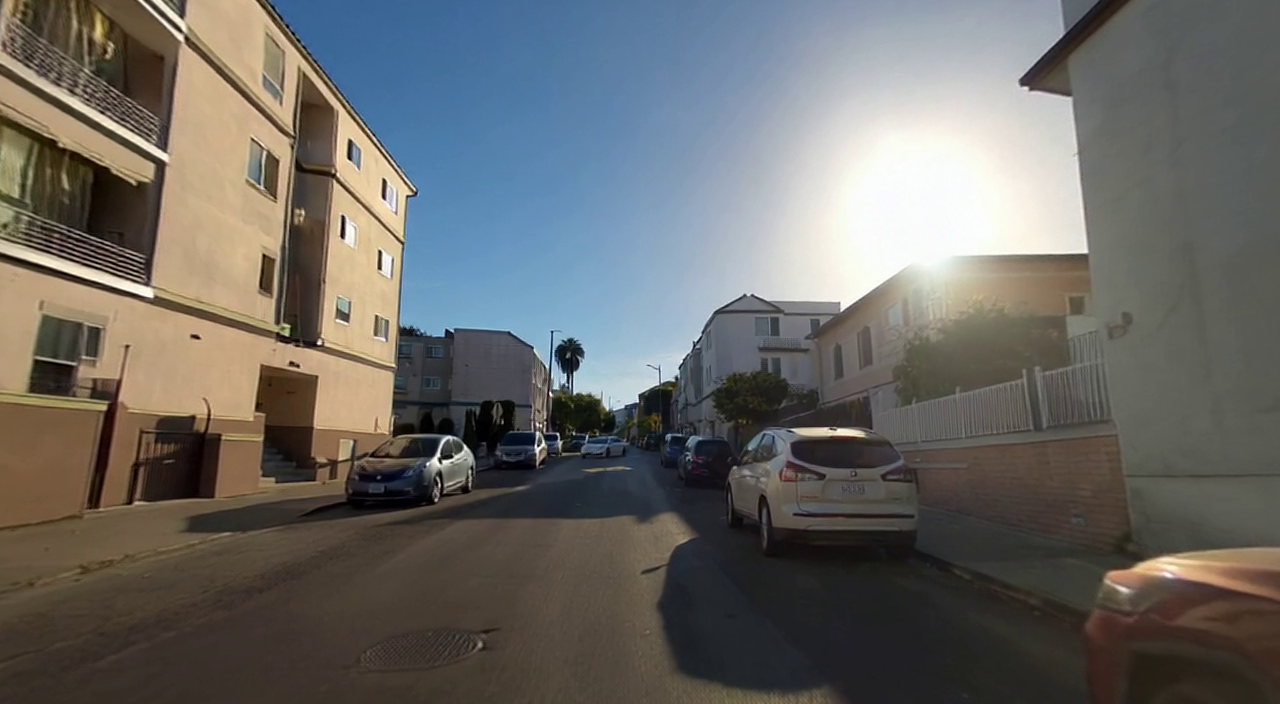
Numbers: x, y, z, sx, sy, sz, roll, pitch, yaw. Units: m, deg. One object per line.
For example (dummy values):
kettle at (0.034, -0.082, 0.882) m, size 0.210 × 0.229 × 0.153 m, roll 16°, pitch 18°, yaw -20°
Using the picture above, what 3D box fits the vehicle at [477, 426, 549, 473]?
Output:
vehicle at (-4.860, 3.817, 24.614) m, size 1.942 × 1.521 × 3.761 m, roll 5°, pitch -9°, yaw 0°

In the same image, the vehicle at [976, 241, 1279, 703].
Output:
vehicle at (2.272, 0.510, 0.338) m, size 1.897 × 1.717 × 4.028 m, roll 0°, pitch -8°, yaw -1°

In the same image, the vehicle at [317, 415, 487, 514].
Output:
vehicle at (-4.556, 2.256, 12.884) m, size 1.883 × 1.499 × 4.426 m, roll 6°, pitch -10°, yaw -3°

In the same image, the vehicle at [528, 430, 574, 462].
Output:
vehicle at (-4.798, 5.136, 34.460) m, size 1.872 × 1.484 × 3.978 m, roll 5°, pitch -9°, yaw 1°

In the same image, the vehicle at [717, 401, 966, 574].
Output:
vehicle at (2.214, 1.592, 8.185) m, size 1.839 × 1.678 × 3.918 m, roll 0°, pitch -8°, yaw -1°

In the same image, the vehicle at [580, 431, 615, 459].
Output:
vehicle at (-2.486, 5.480, 37.254) m, size 1.845 × 1.544 × 3.388 m, roll 0°, pitch -8°, yaw 0°
